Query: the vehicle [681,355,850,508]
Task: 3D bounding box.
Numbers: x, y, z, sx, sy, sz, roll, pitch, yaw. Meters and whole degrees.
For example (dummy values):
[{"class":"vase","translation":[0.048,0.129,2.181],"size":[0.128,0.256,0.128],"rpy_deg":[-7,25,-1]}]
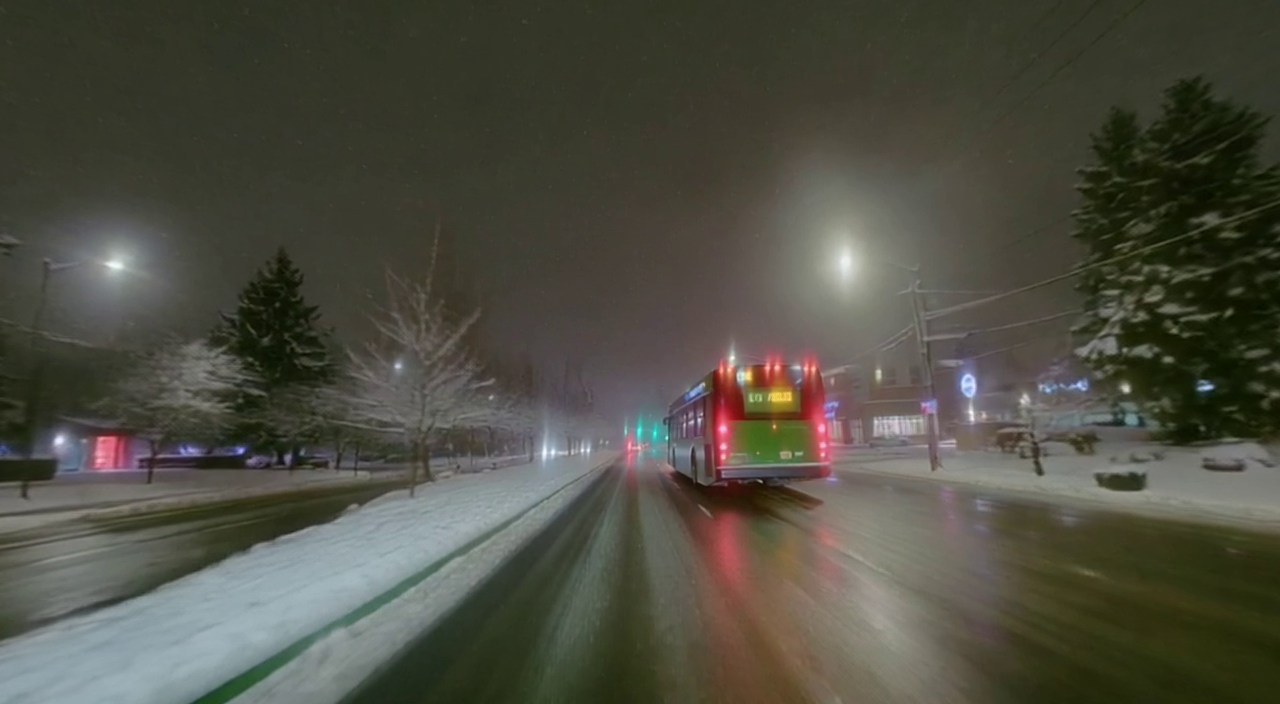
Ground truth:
[{"class":"vehicle","translation":[3.024,2.387,18.383],"size":[2.766,3.306,9.281],"rpy_deg":[0,-8,-2]}]
